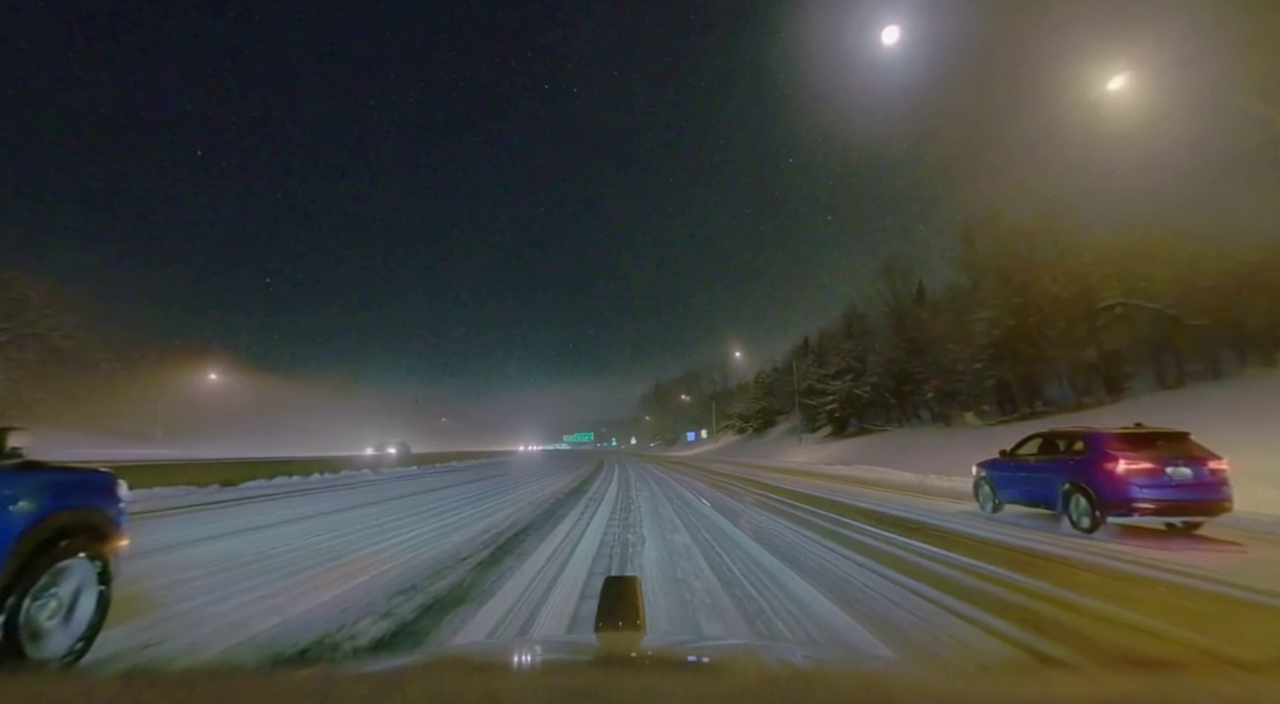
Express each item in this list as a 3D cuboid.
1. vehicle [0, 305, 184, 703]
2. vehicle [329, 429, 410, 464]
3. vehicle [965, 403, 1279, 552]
[{"bbox_3d":[-3.915,0.528,1.462,2.164,1.840,4.688,0,-9,0],"label":"vehicle"},{"bbox_3d":[-15.861,5.597,37.300,2.283,1.920,5.625,0,-9,0],"label":"vehicle"},{"bbox_3d":[7.192,1.781,9.563,2.091,1.711,4.383,0,-9,-1],"label":"vehicle"}]
